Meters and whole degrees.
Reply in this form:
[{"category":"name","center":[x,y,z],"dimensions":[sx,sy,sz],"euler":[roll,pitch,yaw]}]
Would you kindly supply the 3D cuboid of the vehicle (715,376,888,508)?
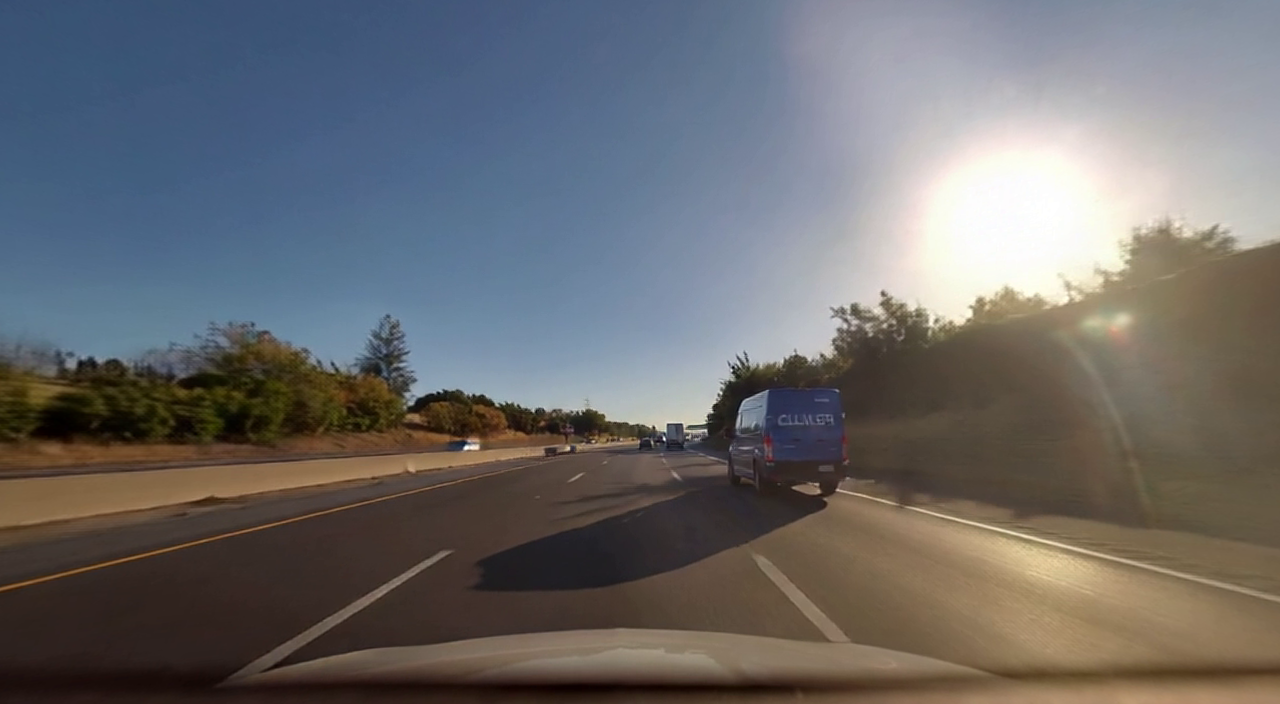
[{"category":"vehicle","center":[3.498,2.141,15.159],"dimensions":[2.485,2.562,5.535],"euler":[0,-8,-2]}]
